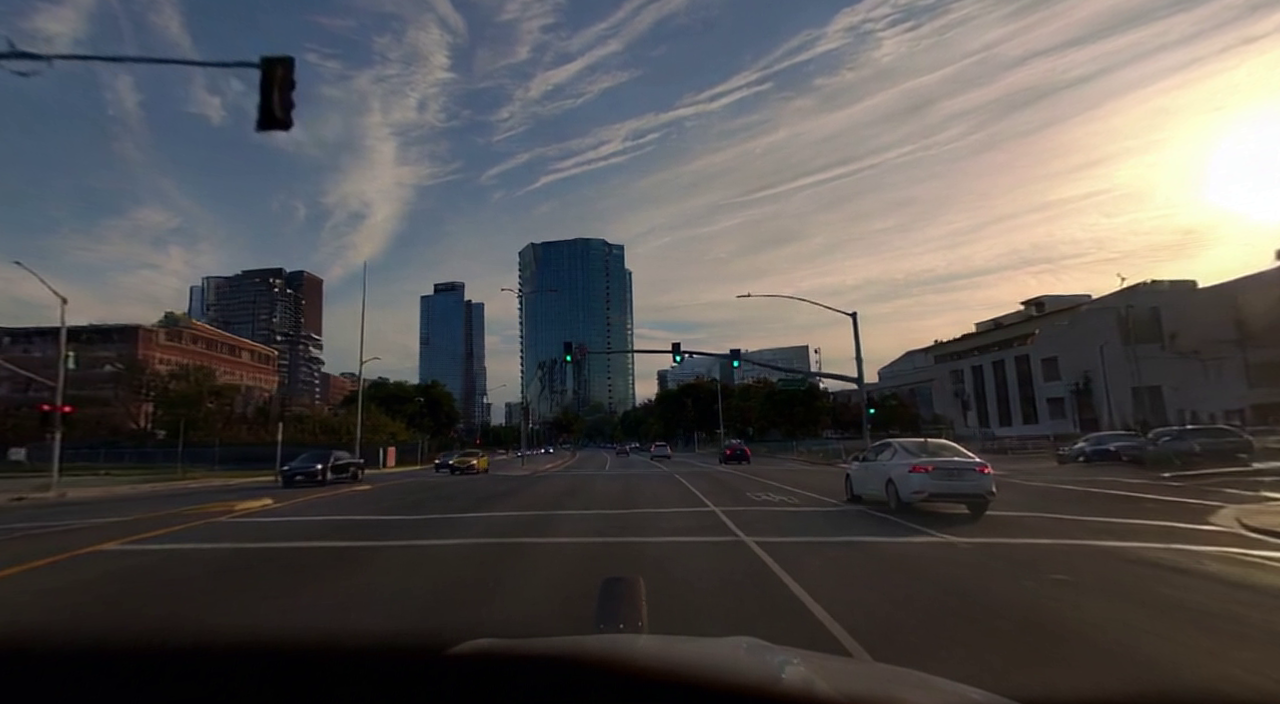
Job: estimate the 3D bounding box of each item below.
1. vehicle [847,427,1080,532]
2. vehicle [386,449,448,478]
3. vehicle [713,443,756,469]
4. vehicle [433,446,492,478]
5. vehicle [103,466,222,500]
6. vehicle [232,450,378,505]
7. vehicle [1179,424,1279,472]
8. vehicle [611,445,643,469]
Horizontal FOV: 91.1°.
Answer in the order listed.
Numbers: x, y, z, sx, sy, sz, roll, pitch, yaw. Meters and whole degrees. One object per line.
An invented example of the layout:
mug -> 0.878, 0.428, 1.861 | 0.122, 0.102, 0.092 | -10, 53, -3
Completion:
vehicle -> 5.803, 2.330, 12.094 | 2.056, 1.624, 4.498 | 0, -8, 0
vehicle -> -14.877, 7.464, 42.173 | 1.932, 1.768, 4.765 | -1, -9, 6
vehicle -> 5.851, 6.524, 39.429 | 1.924, 1.527, 4.268 | 0, -8, -1
vehicle -> -10.154, 6.302, 36.284 | 2.022, 1.673, 4.393 | 0, -8, 2
vehicle -> -25.785, 7.040, 34.094 | 1.904, 1.497, 4.685 | -5, -10, 31
vehicle -> -10.626, 3.970, 20.411 | 1.986, 1.505, 4.693 | 0, -8, 3
vehicle -> 21.285, 3.192, 20.942 | 4.619, 1.501, 2.024 | 0, -9, 1
vehicle -> -0.873, 6.775, 40.745 | 2.026, 1.453, 3.780 | 0, -8, -2
